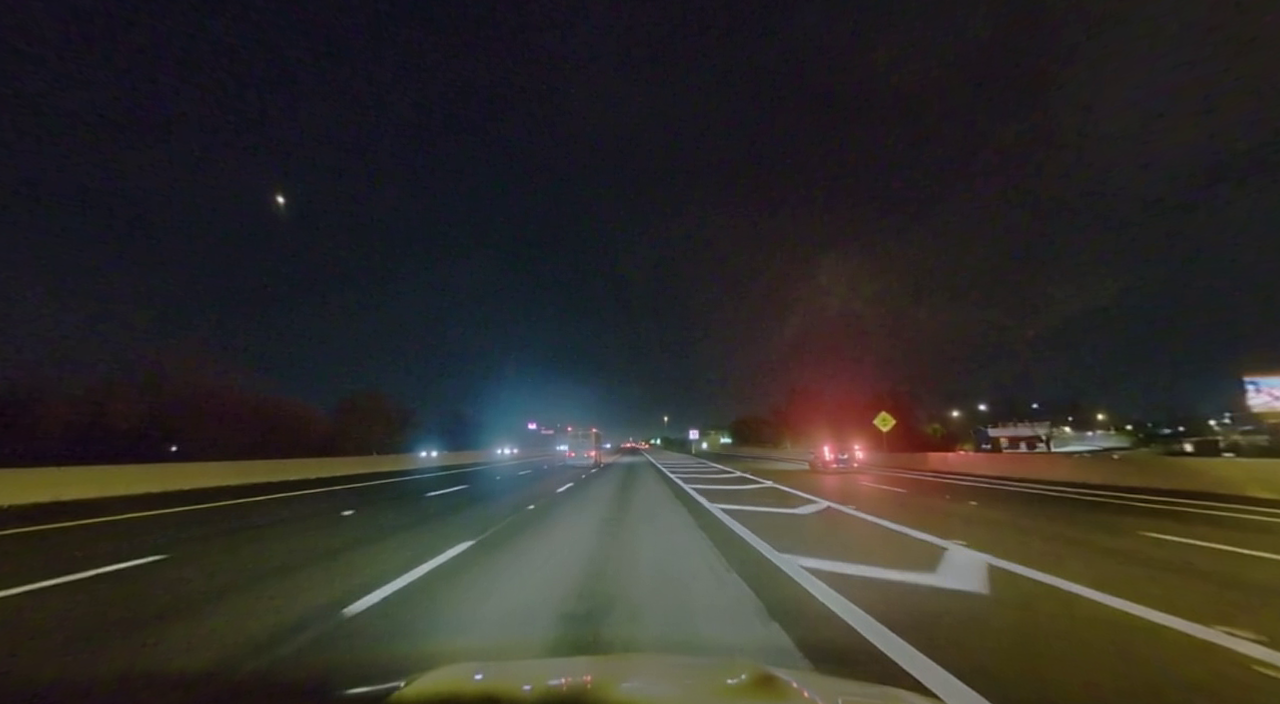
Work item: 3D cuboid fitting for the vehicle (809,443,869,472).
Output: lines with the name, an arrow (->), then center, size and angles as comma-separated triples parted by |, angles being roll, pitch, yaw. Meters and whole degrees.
vehicle -> 11.014, 5.869, 35.245 | 2.035, 1.491, 4.246 | 0, -9, 1

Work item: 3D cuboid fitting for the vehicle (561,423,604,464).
vehicle -> -4.284, 7.055, 48.678 | 2.881, 2.937, 7.045 | 0, -9, -2
